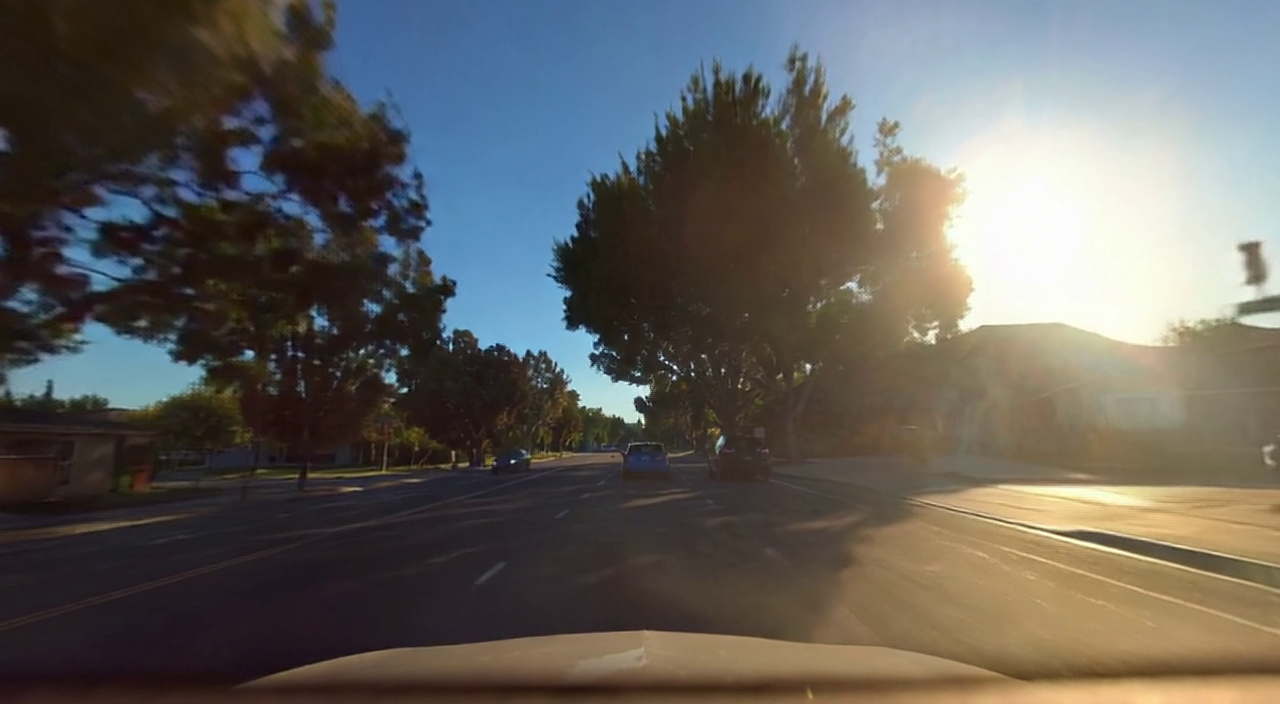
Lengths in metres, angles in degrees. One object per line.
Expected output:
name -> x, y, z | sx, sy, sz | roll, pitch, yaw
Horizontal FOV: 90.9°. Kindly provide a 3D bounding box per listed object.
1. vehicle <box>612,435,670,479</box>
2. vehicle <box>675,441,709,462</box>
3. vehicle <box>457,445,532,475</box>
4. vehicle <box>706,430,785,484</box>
vehicle -> 0.061, 4.293, 26.002 | 2.200, 1.653, 4.127 | -1, -9, 1
vehicle -> 3.812, 7.412, 46.898 | 2.099, 1.463, 4.130 | 0, -9, 0
vehicle -> -8.984, 6.657, 38.840 | 4.296, 1.611, 1.942 | -8, -11, 26
vehicle -> 3.620, 3.722, 22.523 | 2.024, 1.711, 4.512 | 0, -9, 0
